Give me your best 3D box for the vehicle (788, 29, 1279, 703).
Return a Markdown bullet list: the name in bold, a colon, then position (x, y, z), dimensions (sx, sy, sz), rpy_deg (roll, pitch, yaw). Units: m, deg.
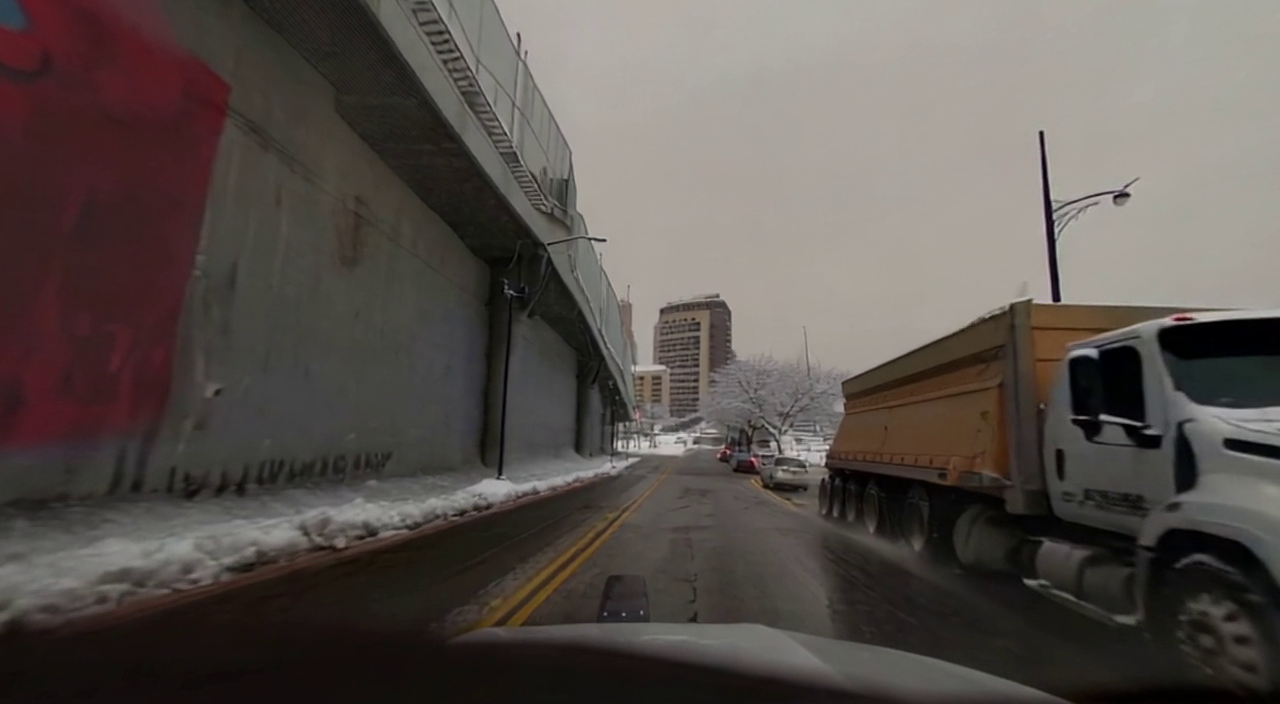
- **vehicle**: position (4.227, 0.660, 8.103), dimensions (2.849, 3.893, 9.347), rpy_deg (-1, -8, 4)
